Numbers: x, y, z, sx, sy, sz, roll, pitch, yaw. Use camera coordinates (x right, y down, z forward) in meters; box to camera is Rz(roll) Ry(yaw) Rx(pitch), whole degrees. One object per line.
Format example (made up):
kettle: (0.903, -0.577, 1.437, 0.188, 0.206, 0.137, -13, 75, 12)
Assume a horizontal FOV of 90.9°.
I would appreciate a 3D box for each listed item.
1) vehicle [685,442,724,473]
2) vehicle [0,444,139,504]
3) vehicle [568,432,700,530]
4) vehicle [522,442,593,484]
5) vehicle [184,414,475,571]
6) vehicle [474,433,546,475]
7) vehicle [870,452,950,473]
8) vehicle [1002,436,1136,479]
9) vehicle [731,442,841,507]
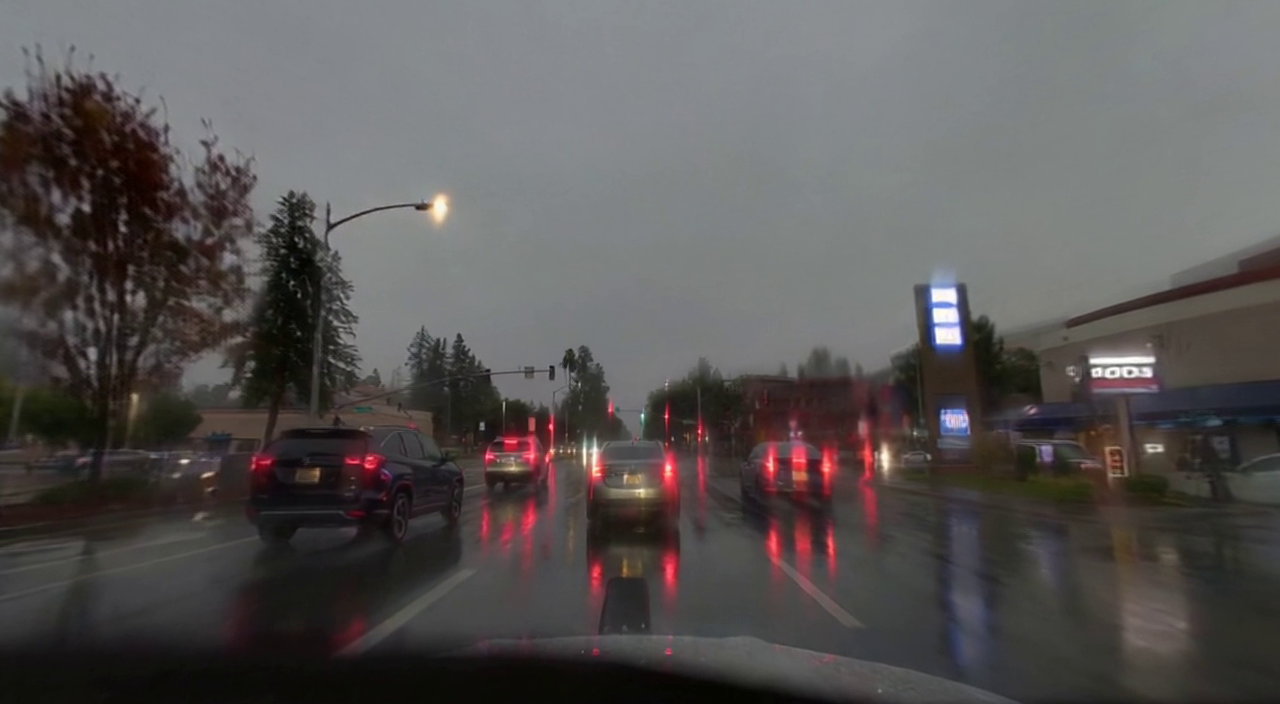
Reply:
vehicle: (3.651, 5.992, 36.125, 1.848, 1.665, 3.747, 0, -8, 0)
vehicle: (-19.353, 3.922, 20.792, 1.888, 1.717, 4.517, 0, -8, 0)
vehicle: (-0.098, 2.395, 12.262, 2.121, 1.563, 4.031, 0, -8, 0)
vehicle: (-3.152, 4.360, 25.059, 2.126, 1.490, 4.265, 0, -8, 2)
vehicle: (-3.912, 1.826, 8.915, 1.983, 1.685, 3.997, 0, -8, 1)
vehicle: (-6.736, 5.379, 33.413, 2.321, 2.013, 5.640, 0, -8, 3)
vehicle: (19.206, 7.869, 44.991, 4.795, 1.457, 1.986, 0, -8, 4)
vehicle: (17.939, 4.402, 26.557, 1.907, 1.669, 4.147, 5, -10, -28)
vehicle: (3.666, 3.141, 16.698, 1.979, 1.485, 4.207, 0, -8, 1)
